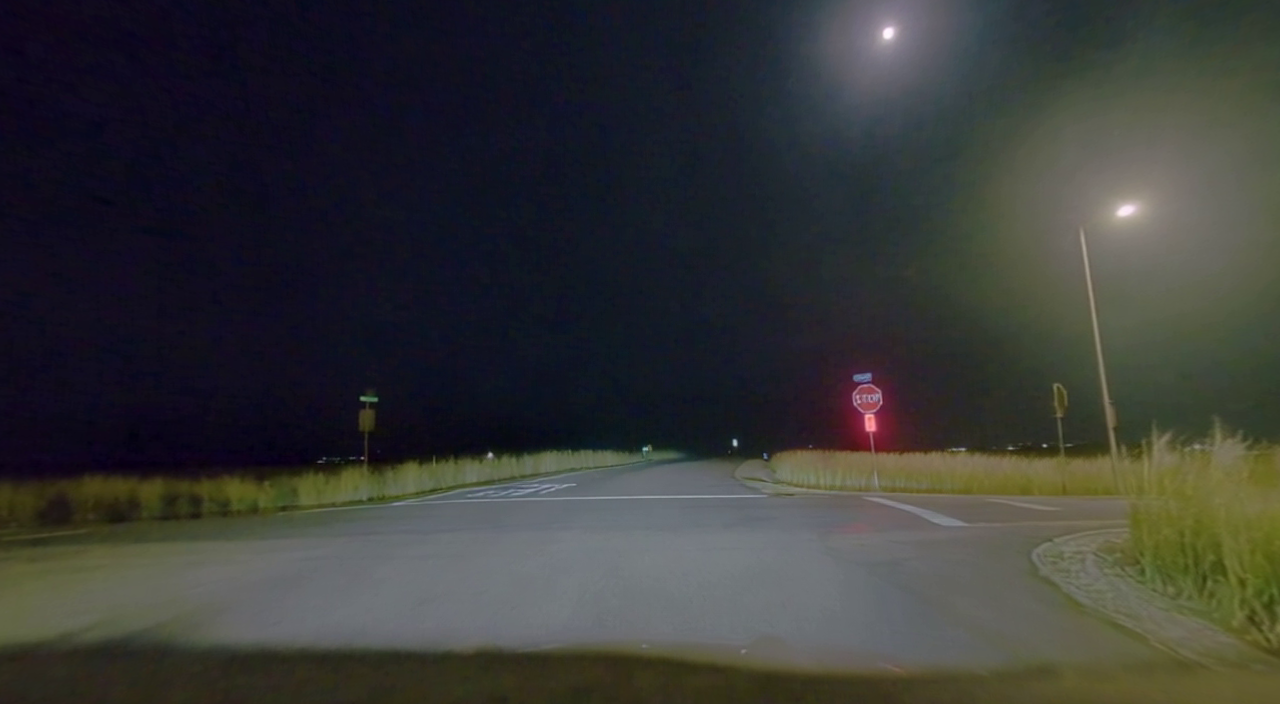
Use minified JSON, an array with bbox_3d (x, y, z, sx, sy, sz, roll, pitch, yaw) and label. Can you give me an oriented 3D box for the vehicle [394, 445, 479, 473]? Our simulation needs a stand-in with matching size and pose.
[{"bbox_3d":[-12.680,6.671,39.407,4.590,1.735,1.973,0,-9,3],"label":"vehicle"}]
